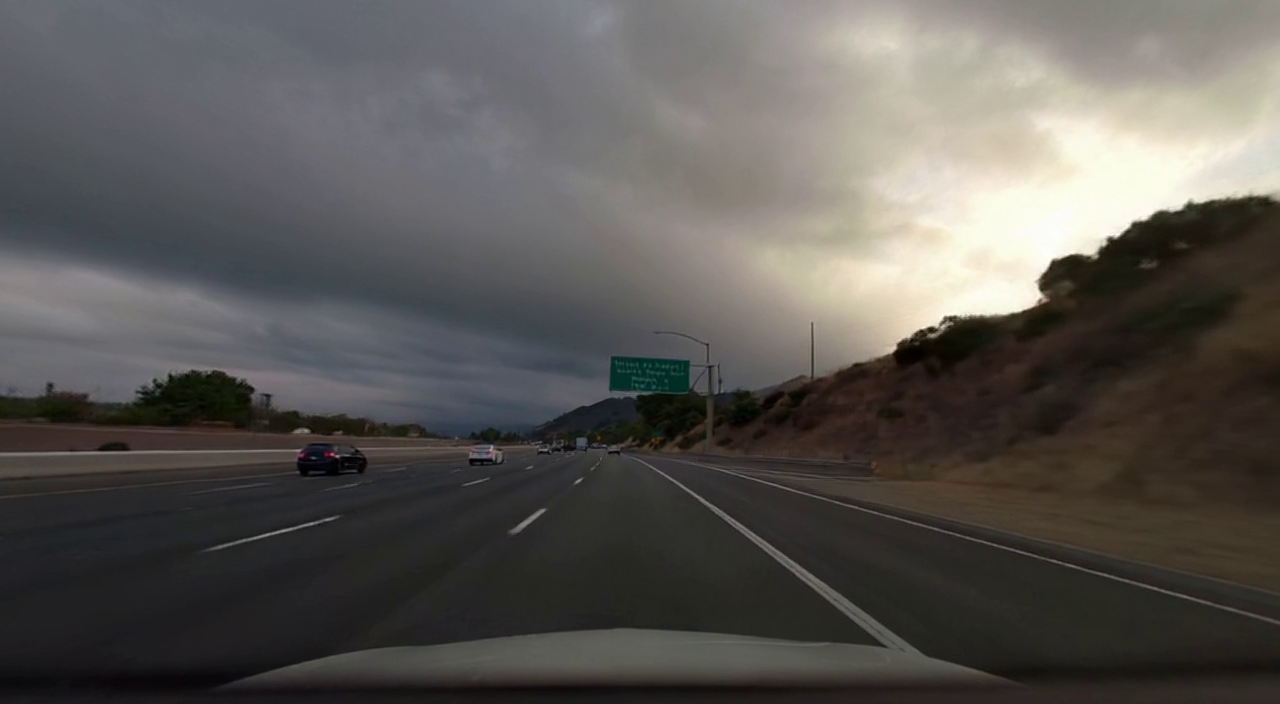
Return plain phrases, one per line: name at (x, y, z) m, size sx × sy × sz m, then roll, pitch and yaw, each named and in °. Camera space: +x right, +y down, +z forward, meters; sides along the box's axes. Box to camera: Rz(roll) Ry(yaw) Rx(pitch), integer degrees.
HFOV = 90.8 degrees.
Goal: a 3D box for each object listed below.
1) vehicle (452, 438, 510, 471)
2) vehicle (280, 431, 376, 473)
vehicle at (-8.683, 5.626, 34.864) m, size 2.104 × 1.715 × 4.319 m, roll 0°, pitch -8°, yaw -1°
vehicle at (-15.735, 5.095, 32.302) m, size 2.240 × 1.953 × 5.452 m, roll 0°, pitch -8°, yaw -1°
